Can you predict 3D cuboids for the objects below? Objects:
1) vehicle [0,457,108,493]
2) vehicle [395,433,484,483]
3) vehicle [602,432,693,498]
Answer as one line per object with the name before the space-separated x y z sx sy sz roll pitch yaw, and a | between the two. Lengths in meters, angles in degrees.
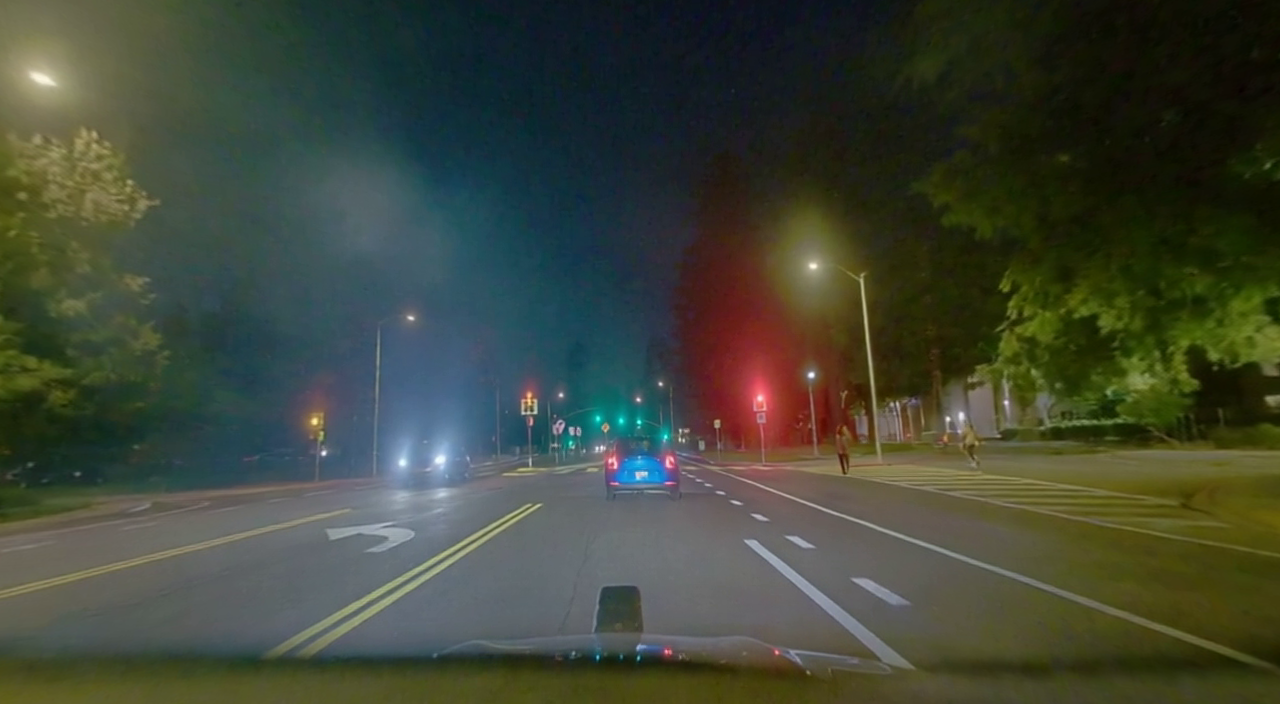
vehicle | -30.332 6.241 32.379 2.024 1.558 4.830 0 -8 -3
vehicle | -8.537 4.548 27.429 2.179 1.933 5.034 0 -8 0
vehicle | 0.133 3.051 17.579 2.221 1.570 4.398 0 -8 -1
